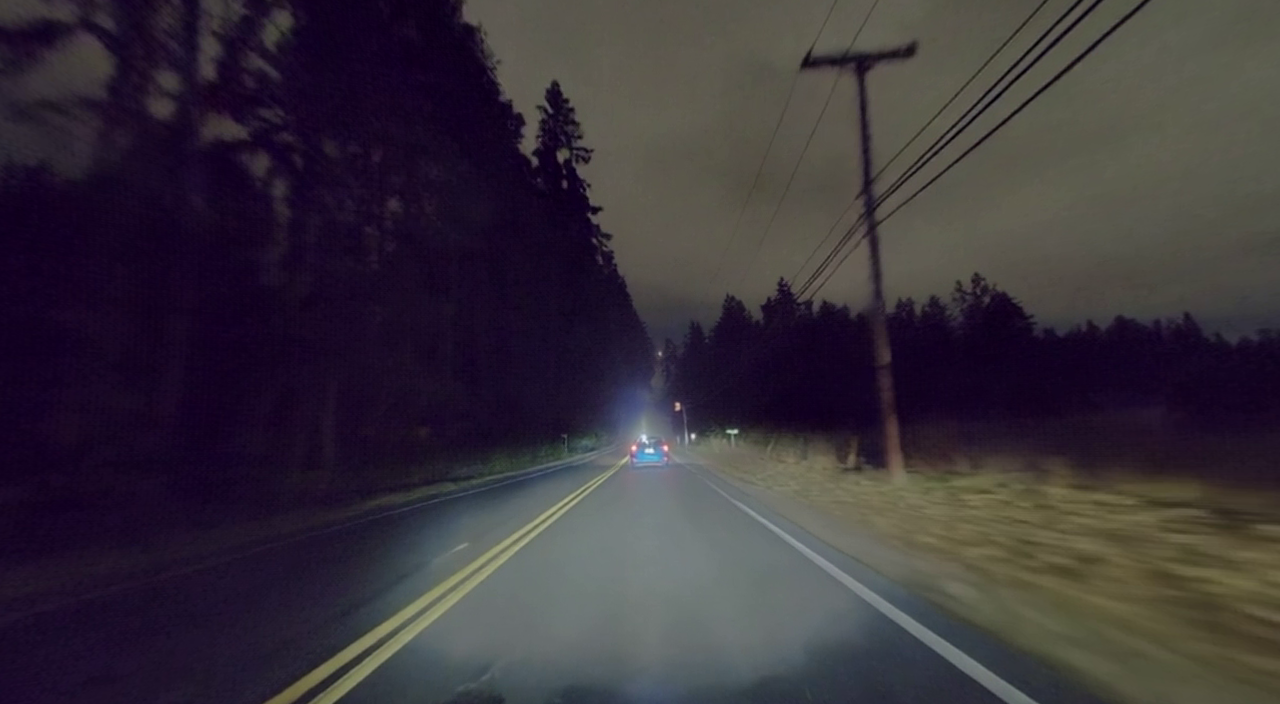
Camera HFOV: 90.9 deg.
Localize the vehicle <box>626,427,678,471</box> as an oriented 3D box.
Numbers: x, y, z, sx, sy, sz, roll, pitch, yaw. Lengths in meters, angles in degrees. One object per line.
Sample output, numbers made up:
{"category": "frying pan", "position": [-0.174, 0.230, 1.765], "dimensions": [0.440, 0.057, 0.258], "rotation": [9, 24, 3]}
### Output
{"category": "vehicle", "position": [0.564, 4.951, 32.305], "dimensions": [2.468, 2.056, 4.422], "rotation": [0, -9, 0]}
